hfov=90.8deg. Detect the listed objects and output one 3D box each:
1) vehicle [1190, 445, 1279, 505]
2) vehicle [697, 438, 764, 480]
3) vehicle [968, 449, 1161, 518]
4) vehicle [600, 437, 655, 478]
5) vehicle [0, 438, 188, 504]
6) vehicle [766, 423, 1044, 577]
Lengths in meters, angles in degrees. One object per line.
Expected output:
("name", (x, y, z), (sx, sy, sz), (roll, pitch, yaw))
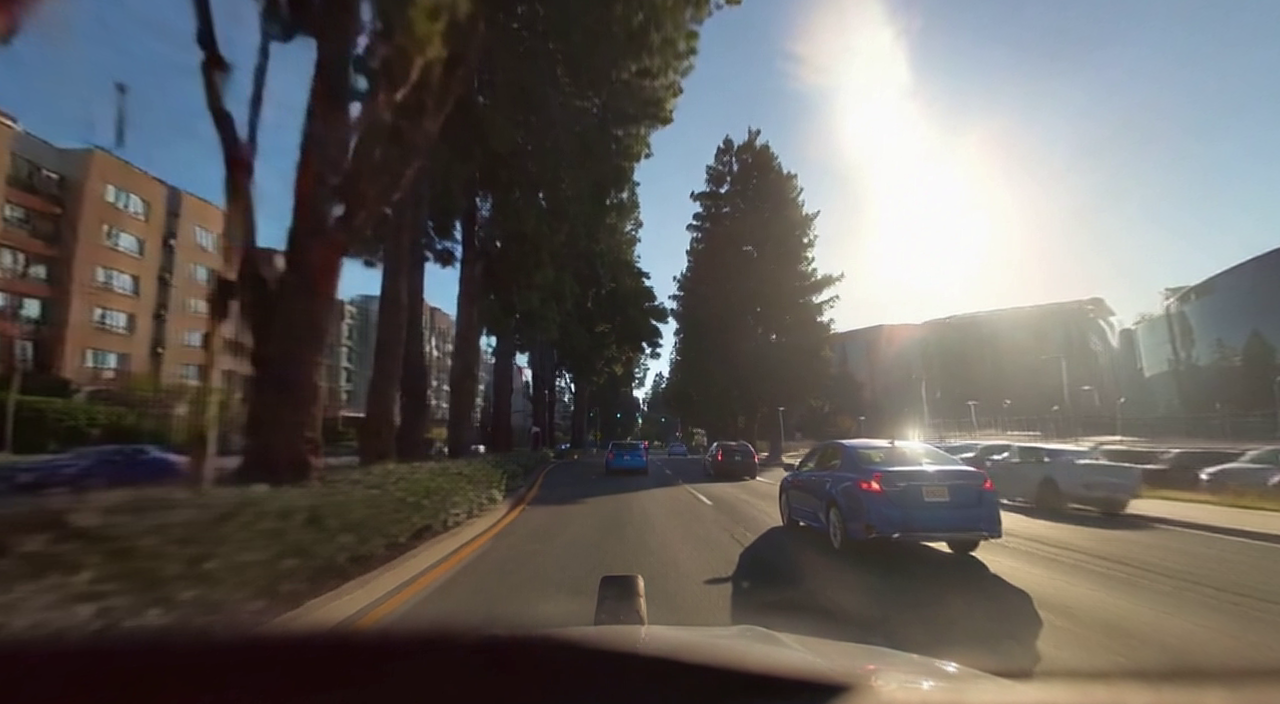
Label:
("vehicle", (17.358, 3.336, 17.509), (4.063, 1.465, 2.038), (6, -10, -33))
("vehicle", (3.424, 4.130, 24.644), (1.908, 1.453, 4.230), (0, -8, -1))
("vehicle", (10.210, 3.146, 15.683), (1.788, 1.412, 4.226), (0, -8, -1))
("vehicle", (-0.457, 4.069, 24.631), (1.994, 1.479, 3.647), (0, -8, -1))
("vehicle", (-14.874, 3.119, 17.123), (1.993, 1.503, 5.004), (1, -8, -7))
("vehicle", (3.014, 1.741, 8.204), (1.852, 1.498, 3.825), (0, -8, -2))
